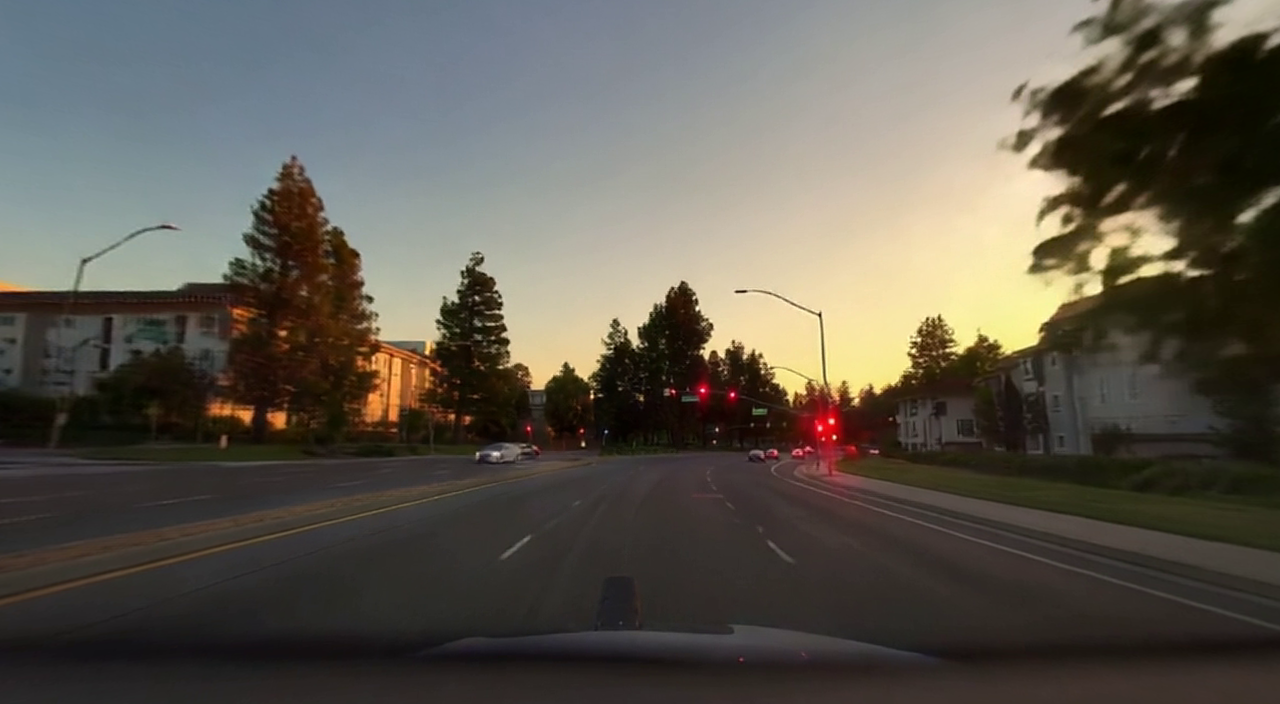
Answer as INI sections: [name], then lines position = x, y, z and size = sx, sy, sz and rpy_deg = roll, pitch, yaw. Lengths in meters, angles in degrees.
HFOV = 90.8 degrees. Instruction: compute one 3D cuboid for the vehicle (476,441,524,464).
[vehicle]
position = -10.924, 7.881, 49.508
size = 2.080, 1.695, 4.454
rpy_deg = -1, -9, 10
